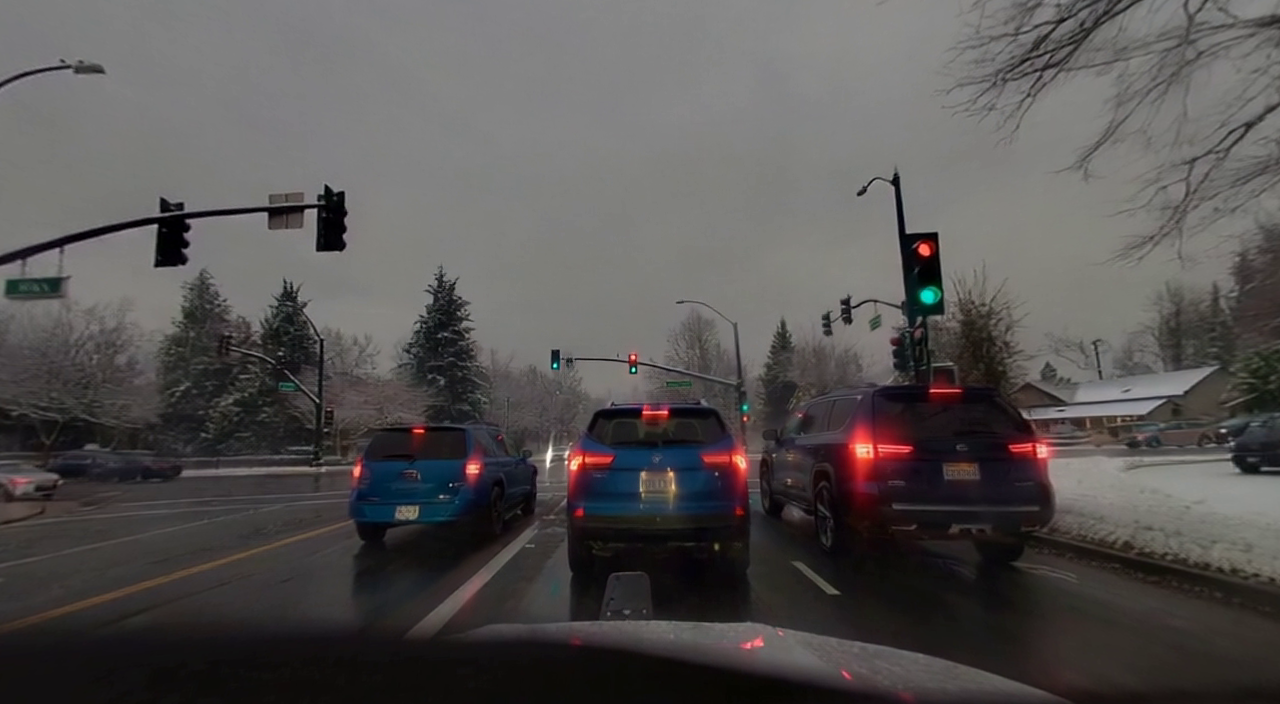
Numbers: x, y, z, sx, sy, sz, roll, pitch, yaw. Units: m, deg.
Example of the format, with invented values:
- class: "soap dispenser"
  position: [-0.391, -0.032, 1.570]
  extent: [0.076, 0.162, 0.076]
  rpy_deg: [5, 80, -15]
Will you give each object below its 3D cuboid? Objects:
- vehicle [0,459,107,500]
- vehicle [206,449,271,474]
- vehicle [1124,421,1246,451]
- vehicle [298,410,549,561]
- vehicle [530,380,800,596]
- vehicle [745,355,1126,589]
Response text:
- class: "vehicle"
  position: [-24.006, 4.970, 24.672]
  extent: [4.383, 1.456, 1.999]
  rpy_deg: [0, -9, -1]
- class: "vehicle"
  position: [-29.320, 7.999, 46.172]
  extent: [1.820, 1.699, 4.308]
  rpy_deg: [-1, -9, 2]
- class: "vehicle"
  position: [28.158, 4.365, 32.656]
  extent: [4.512, 1.444, 1.859]
  rpy_deg: [0, -9, 0]
- class: "vehicle"
  position: [-2.735, 1.819, 9.316]
  extent: [2.058, 1.659, 4.514]
  rpy_deg: [0, -8, 1]
- class: "vehicle"
  position: [0.172, 1.436, 7.398]
  extent: [2.235, 1.778, 4.178]
  rpy_deg: [0, -8, -1]
- class: "vehicle"
  position: [3.087, 1.472, 8.489]
  extent: [2.338, 2.063, 5.672]
  rpy_deg: [0, -8, 0]
